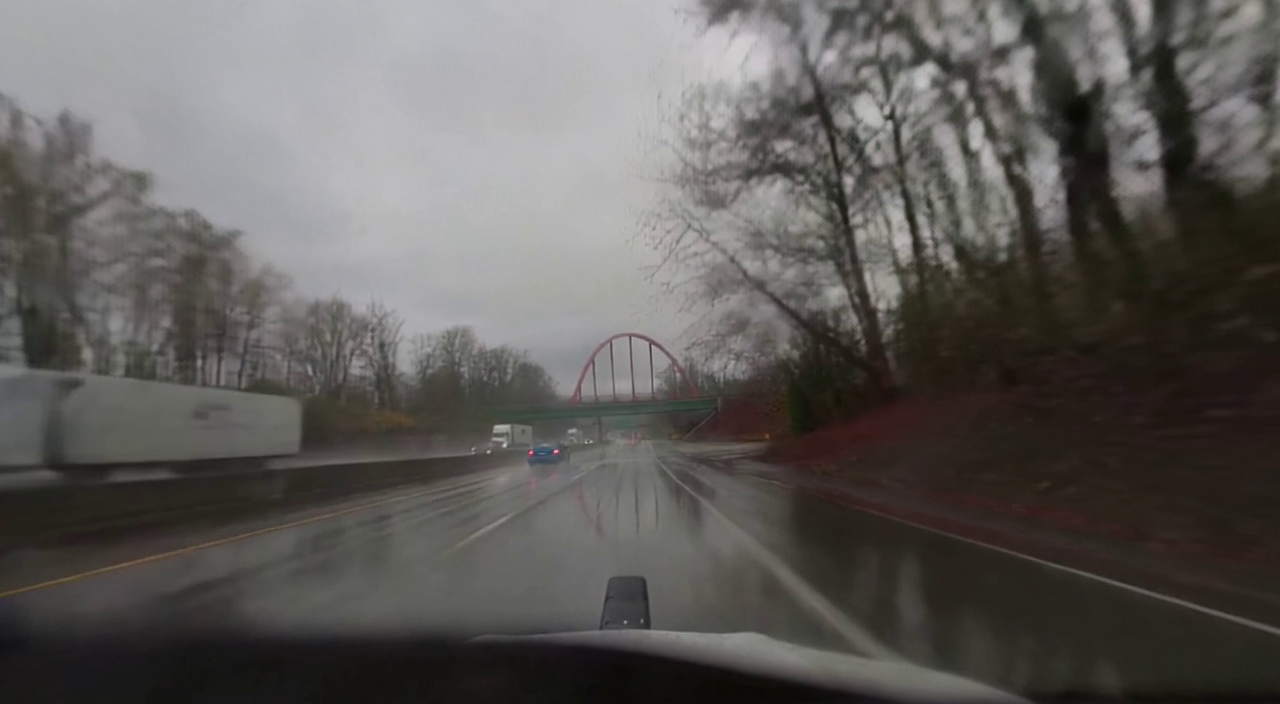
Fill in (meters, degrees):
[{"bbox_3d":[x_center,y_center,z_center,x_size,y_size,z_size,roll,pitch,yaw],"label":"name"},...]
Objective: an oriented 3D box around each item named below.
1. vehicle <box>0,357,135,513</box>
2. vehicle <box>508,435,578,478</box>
[{"bbox_3d":[-18.349,2.277,17.252,3.043,4.057,6.636,0,-8,1],"label":"vehicle"},{"bbox_3d":[-3.766,4.143,25.088,2.052,1.556,4.405,0,-8,1],"label":"vehicle"}]
